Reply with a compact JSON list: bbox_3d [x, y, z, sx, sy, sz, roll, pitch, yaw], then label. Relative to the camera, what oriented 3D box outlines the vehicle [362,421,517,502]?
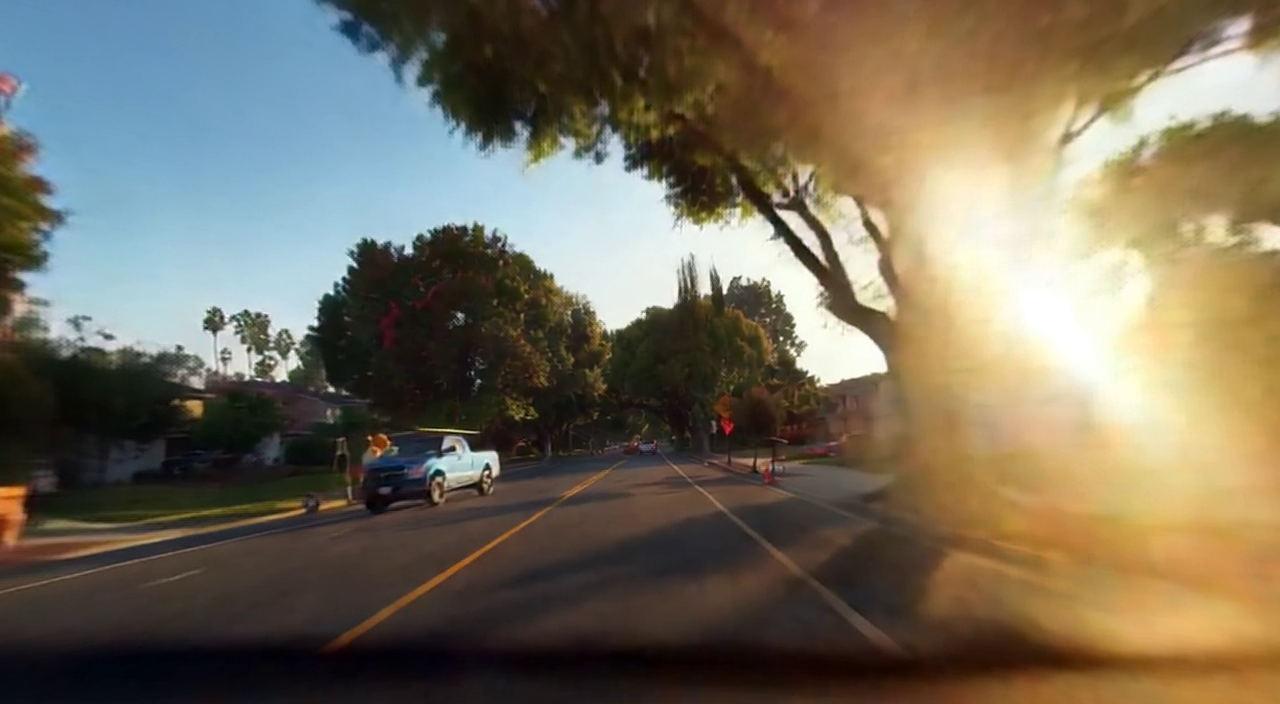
[{"bbox_3d":[-6.453,3.595,21.176,2.517,2.323,5.205,-2,-9,14],"label":"vehicle"}]
